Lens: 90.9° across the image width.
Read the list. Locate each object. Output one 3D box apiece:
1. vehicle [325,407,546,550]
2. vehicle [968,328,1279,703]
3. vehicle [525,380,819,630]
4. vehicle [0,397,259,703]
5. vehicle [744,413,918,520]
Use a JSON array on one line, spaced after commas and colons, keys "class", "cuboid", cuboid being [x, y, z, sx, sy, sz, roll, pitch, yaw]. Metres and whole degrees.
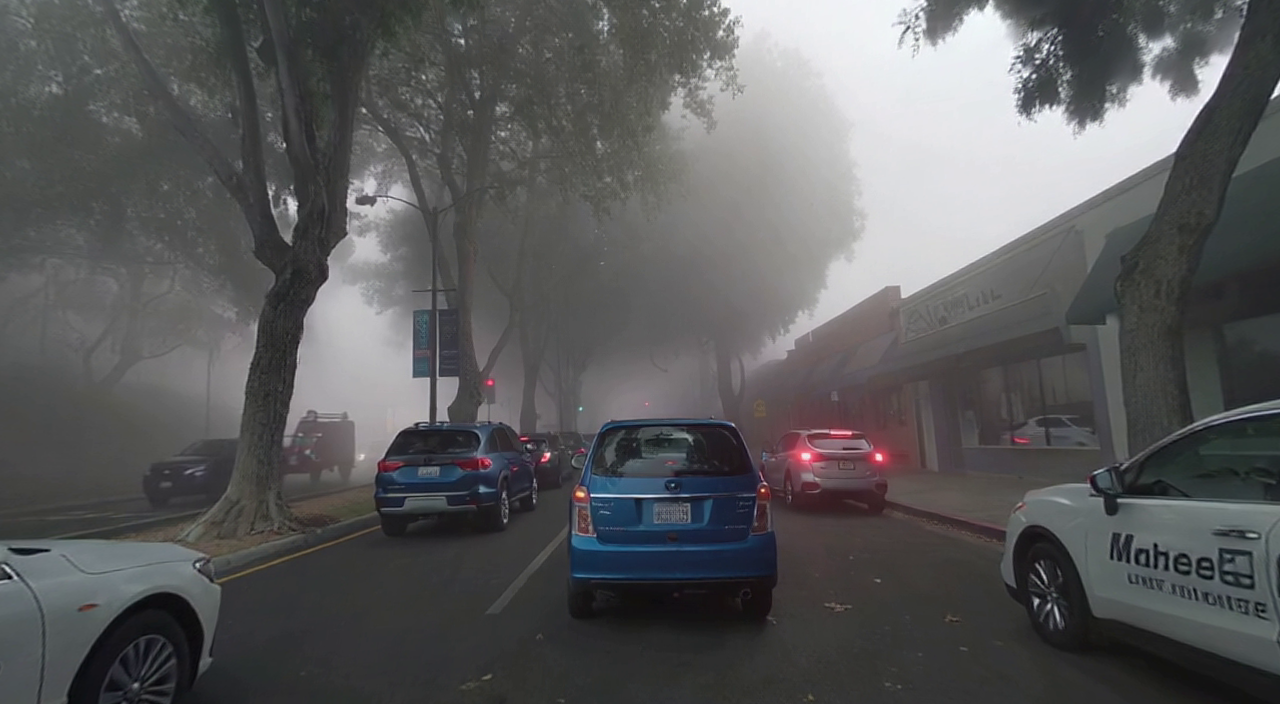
[{"class": "vehicle", "cuboid": [-2.957, 1.955, 10.385, 2.135, 1.806, 4.514, 0, -8, -1]}, {"class": "vehicle", "cuboid": [4.067, 0.900, 3.288, 1.987, 1.877, 5.330, 2, -8, 2]}, {"class": "vehicle", "cuboid": [0.219, 1.382, 6.563, 2.075, 1.770, 4.018, 0, -8, 0]}, {"class": "vehicle", "cuboid": [-2.892, 0.749, 1.030, 1.908, 1.474, 4.257, 0, -8, -1]}, {"class": "vehicle", "cuboid": [4.014, 2.545, 14.536, 2.038, 1.865, 5.786, 3, -9, -2]}]
